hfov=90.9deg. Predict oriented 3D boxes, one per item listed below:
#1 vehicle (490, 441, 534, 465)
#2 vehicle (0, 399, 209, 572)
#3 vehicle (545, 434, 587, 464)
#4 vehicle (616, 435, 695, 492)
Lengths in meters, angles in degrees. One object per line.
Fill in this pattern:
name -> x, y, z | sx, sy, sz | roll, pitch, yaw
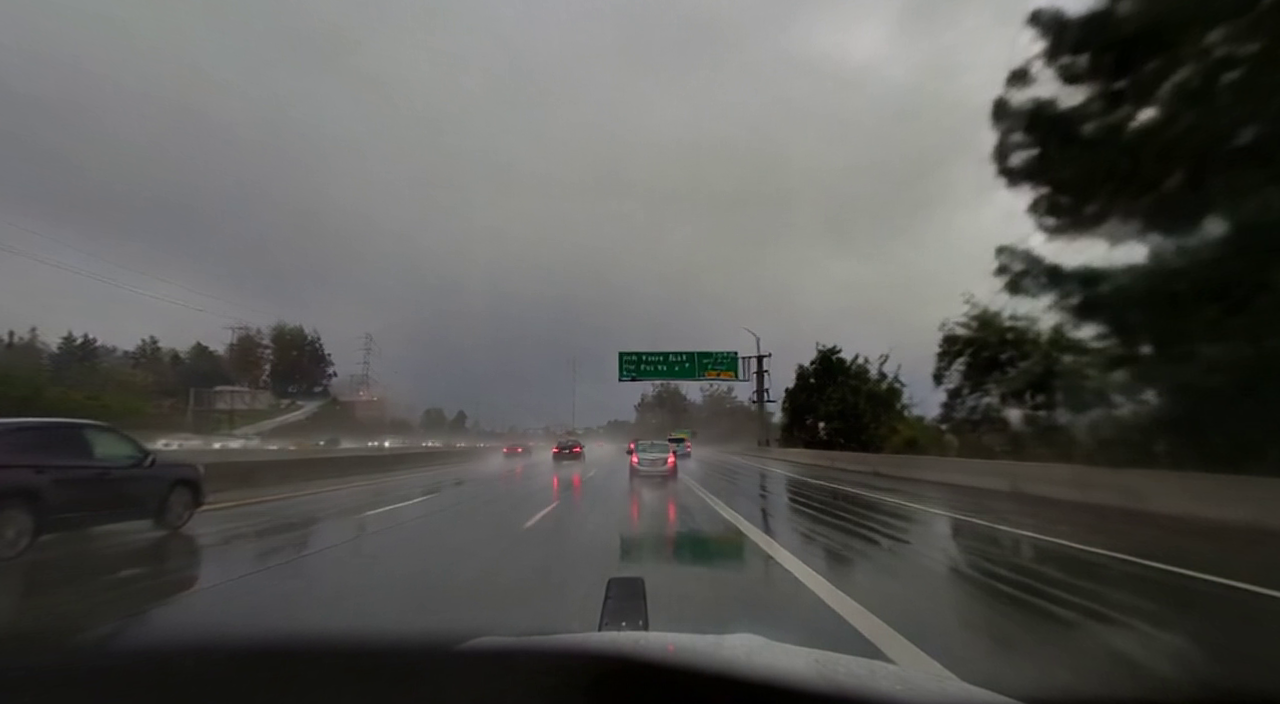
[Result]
vehicle -> -8.356, 6.624, 41.565 | 1.974, 1.464, 4.733 | 0, -8, -1
vehicle -> -7.762, 1.483, 7.205 | 2.206, 1.788, 4.914 | 0, -8, 0
vehicle -> -4.647, 6.174, 40.257 | 2.289, 1.777, 4.534 | 0, -8, -2
vehicle -> 0.351, 3.228, 18.638 | 2.082, 1.482, 4.126 | 0, -8, -2
